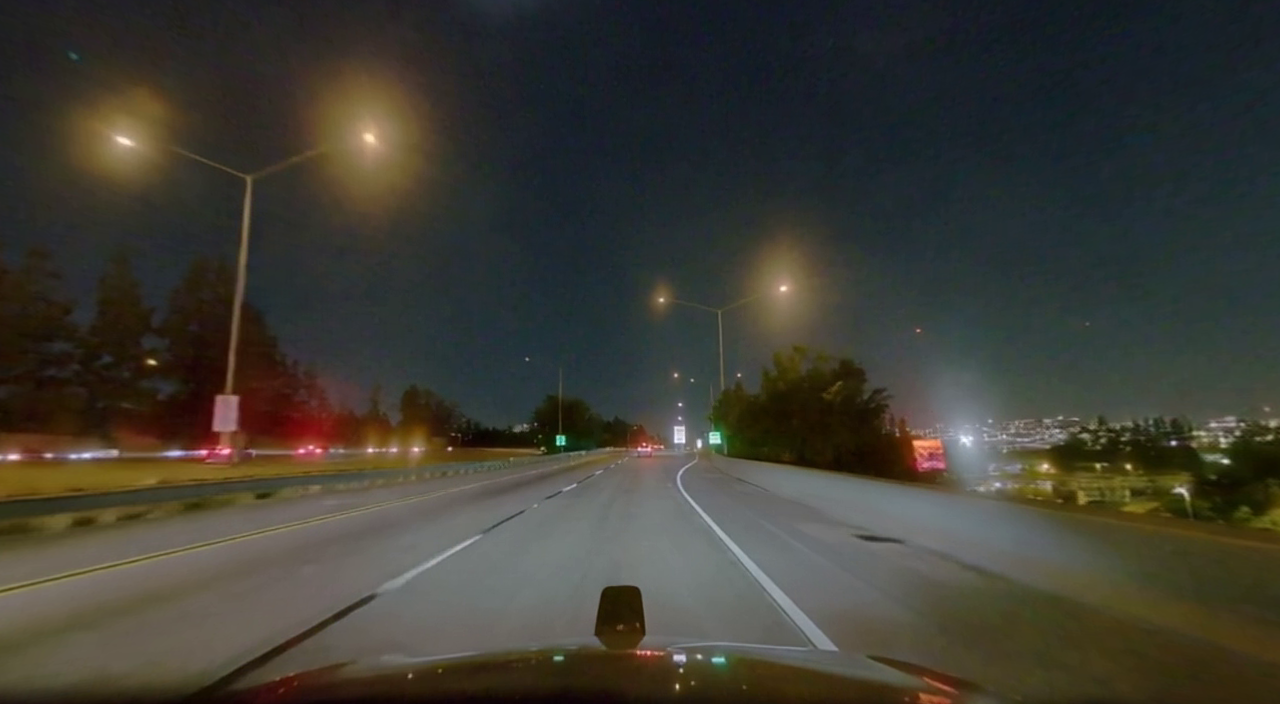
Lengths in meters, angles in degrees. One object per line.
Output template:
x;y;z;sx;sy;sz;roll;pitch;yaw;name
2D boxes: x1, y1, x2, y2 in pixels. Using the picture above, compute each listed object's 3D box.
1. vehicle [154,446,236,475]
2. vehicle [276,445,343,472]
-25.156;6.132;35.939;1.829;1.520;4.505;1;-9;-7;vehicle
-20.428;6.570;39.241;2.271;1.537;4.029;1;-9;-6;vehicle
